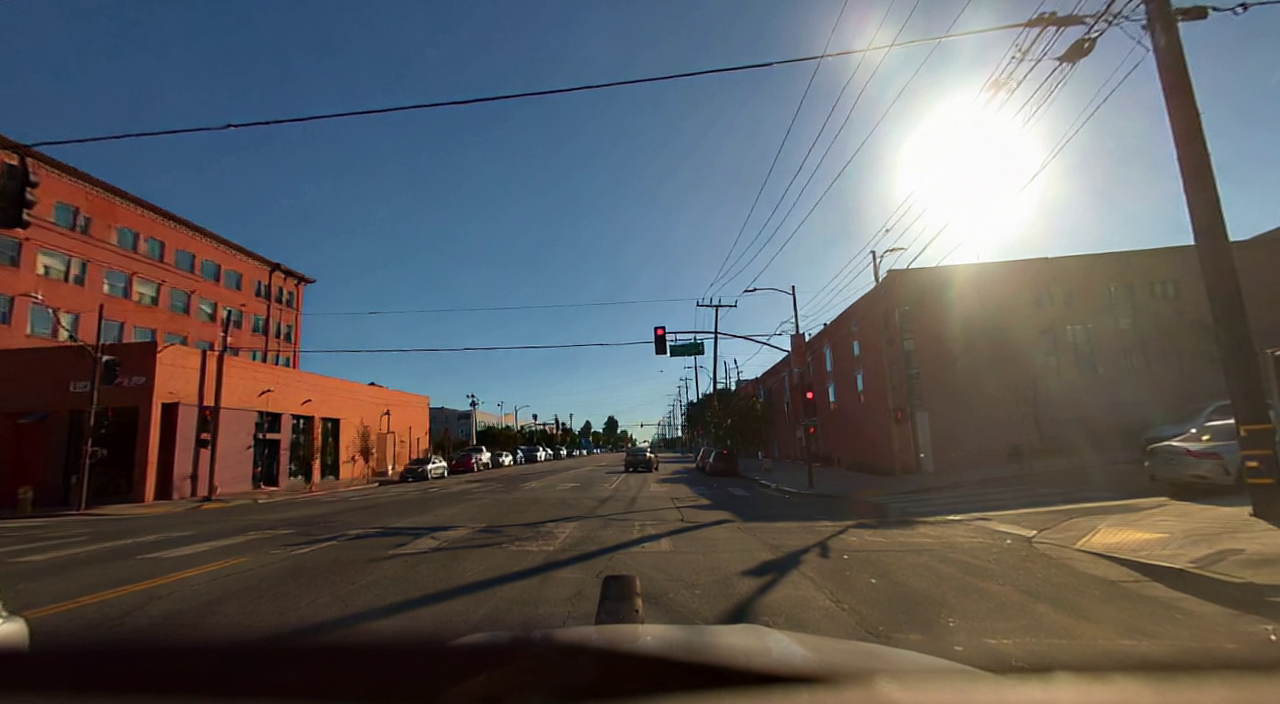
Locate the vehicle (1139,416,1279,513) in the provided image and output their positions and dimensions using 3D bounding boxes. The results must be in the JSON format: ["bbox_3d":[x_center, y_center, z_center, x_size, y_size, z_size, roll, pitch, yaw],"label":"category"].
[{"bbox_3d":[12.633,2.232,12.750,3.234,1.746,1.941,-3,-10,2],"label":"vehicle"}]

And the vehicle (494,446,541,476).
[{"bbox_3d":[-8.201,7.319,42.536,2.096,1.830,4.752,0,-9,2],"label":"vehicle"}]

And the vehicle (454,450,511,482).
[{"bbox_3d":[-8.720,6.326,35.292,2.020,1.672,3.842,0,-9,3],"label":"vehicle"}]

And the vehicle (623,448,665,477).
[{"bbox_3d":[0.323,6.641,38.140,2.120,1.650,4.525,0,-9,5],"label":"vehicle"}]

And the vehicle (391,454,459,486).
[{"bbox_3d":[-12.018,6.599,35.573,1.943,1.574,4.727,0,-9,3],"label":"vehicle"}]
